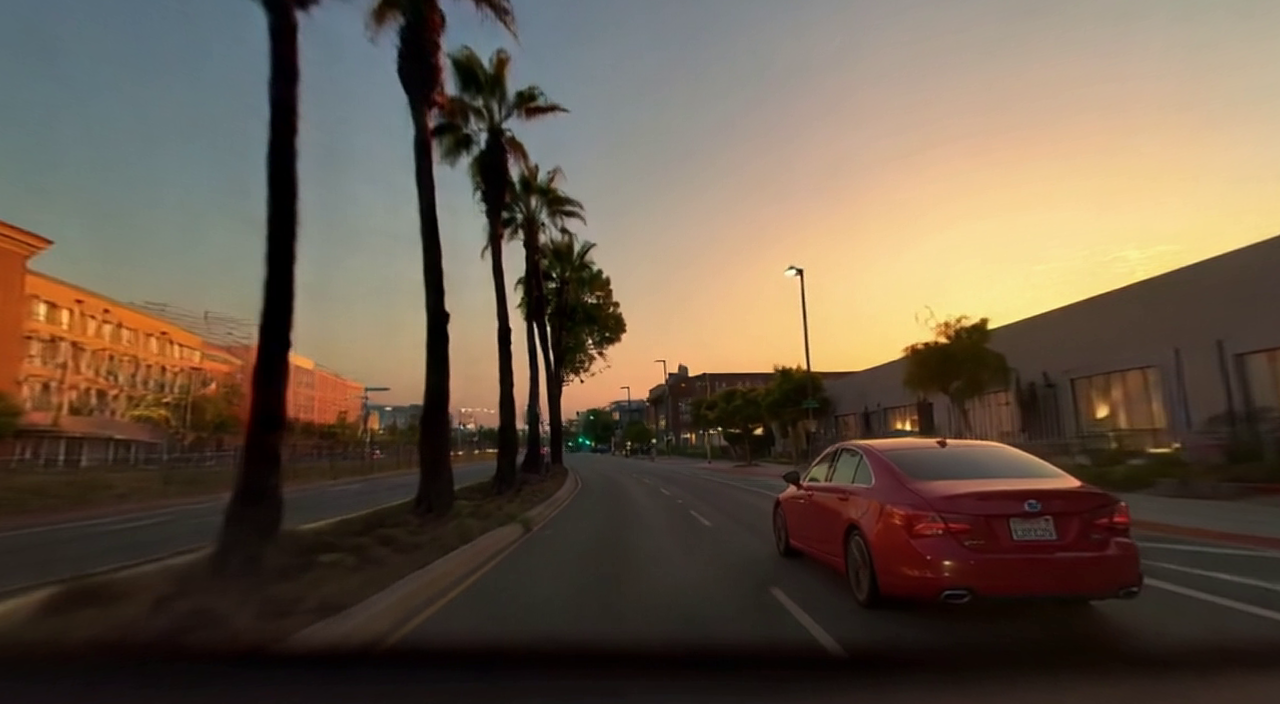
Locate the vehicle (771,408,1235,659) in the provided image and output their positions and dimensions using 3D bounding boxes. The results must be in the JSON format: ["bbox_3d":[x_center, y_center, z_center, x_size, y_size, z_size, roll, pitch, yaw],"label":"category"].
[{"bbox_3d":[2.758,1.475,6.201,1.867,1.554,4.301,0,-9,-2],"label":"vehicle"}]
